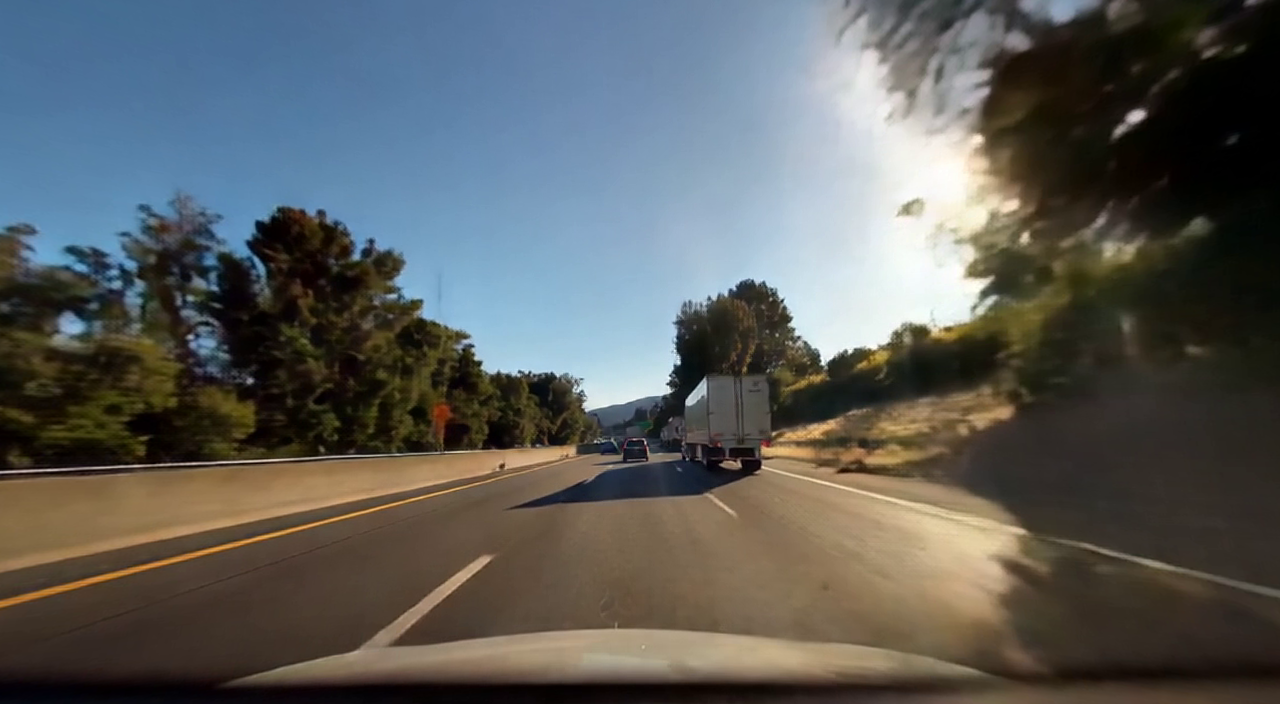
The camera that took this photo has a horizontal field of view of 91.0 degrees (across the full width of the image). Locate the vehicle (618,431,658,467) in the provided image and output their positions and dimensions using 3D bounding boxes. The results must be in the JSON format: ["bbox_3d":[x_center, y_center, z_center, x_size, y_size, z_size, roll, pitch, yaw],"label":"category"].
[{"bbox_3d":[-0.111,5.651,36.879,2.211,1.933,4.315,-1,-8,0],"label":"vehicle"}]

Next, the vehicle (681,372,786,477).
[{"bbox_3d":[4.156,3.890,32.108,3.005,4.121,14.417,0,-8,-1],"label":"vehicle"}]
